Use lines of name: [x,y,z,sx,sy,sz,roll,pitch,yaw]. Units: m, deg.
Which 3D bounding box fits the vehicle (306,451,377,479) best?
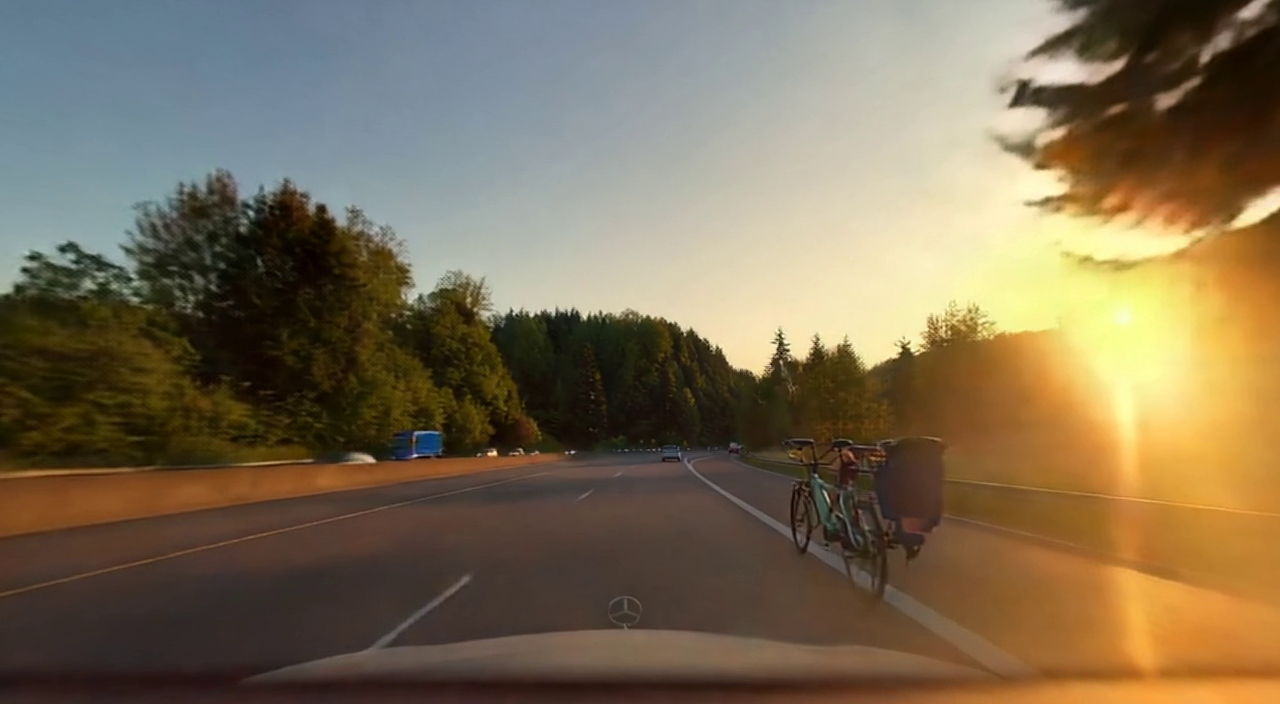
vehicle: [-17.025,6.461,36.178,1.957,1.482,4.172,0,-9,2]
